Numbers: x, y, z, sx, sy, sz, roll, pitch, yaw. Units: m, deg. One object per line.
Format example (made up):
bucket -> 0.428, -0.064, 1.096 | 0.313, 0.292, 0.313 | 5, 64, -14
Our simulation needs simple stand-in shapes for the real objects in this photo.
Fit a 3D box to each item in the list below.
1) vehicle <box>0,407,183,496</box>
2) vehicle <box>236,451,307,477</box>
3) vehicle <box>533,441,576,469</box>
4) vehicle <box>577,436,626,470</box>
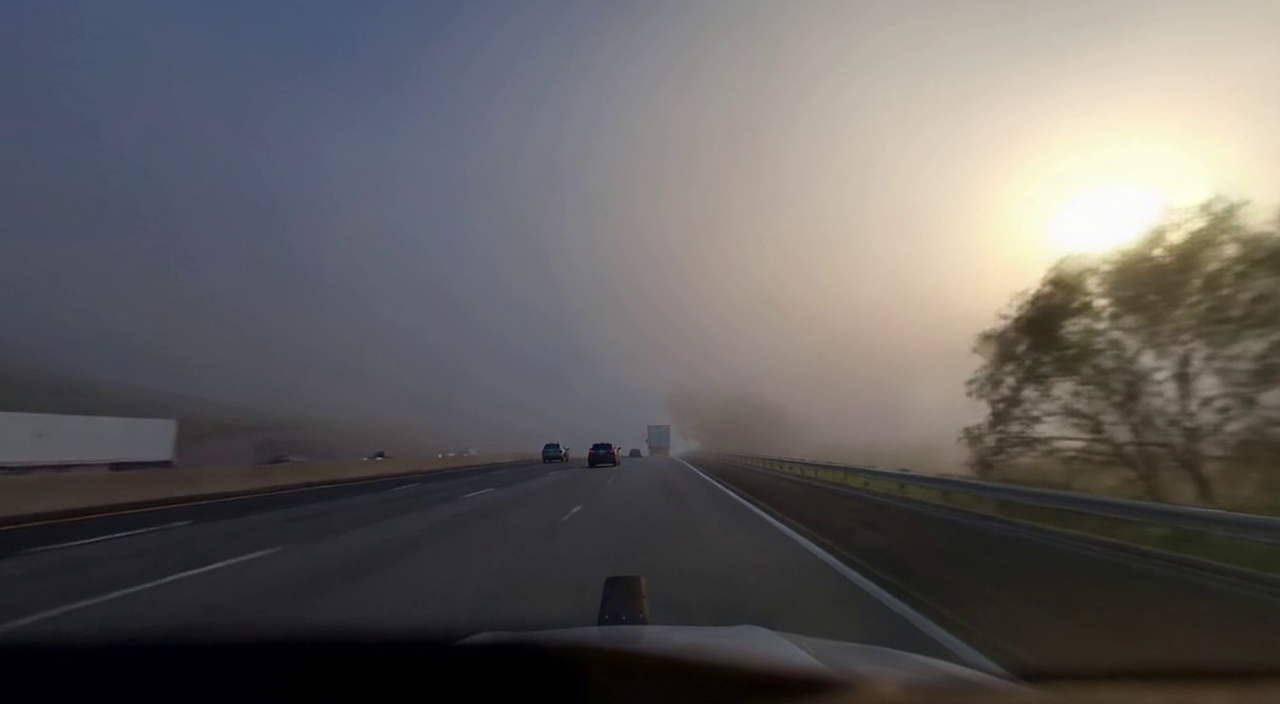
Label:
vehicle -> -35.363, 5.811, 36.987 | 3.042, 4.687, 18.122 | 0, -9, 2
vehicle -> -27.285, 8.277, 46.915 | 2.181, 1.785, 4.823 | 0, -9, 2
vehicle -> -5.526, 6.725, 41.442 | 2.062, 1.691, 4.278 | 0, -9, 2
vehicle -> -2.114, 5.733, 36.002 | 2.283, 1.802, 4.810 | 0, -9, 2
